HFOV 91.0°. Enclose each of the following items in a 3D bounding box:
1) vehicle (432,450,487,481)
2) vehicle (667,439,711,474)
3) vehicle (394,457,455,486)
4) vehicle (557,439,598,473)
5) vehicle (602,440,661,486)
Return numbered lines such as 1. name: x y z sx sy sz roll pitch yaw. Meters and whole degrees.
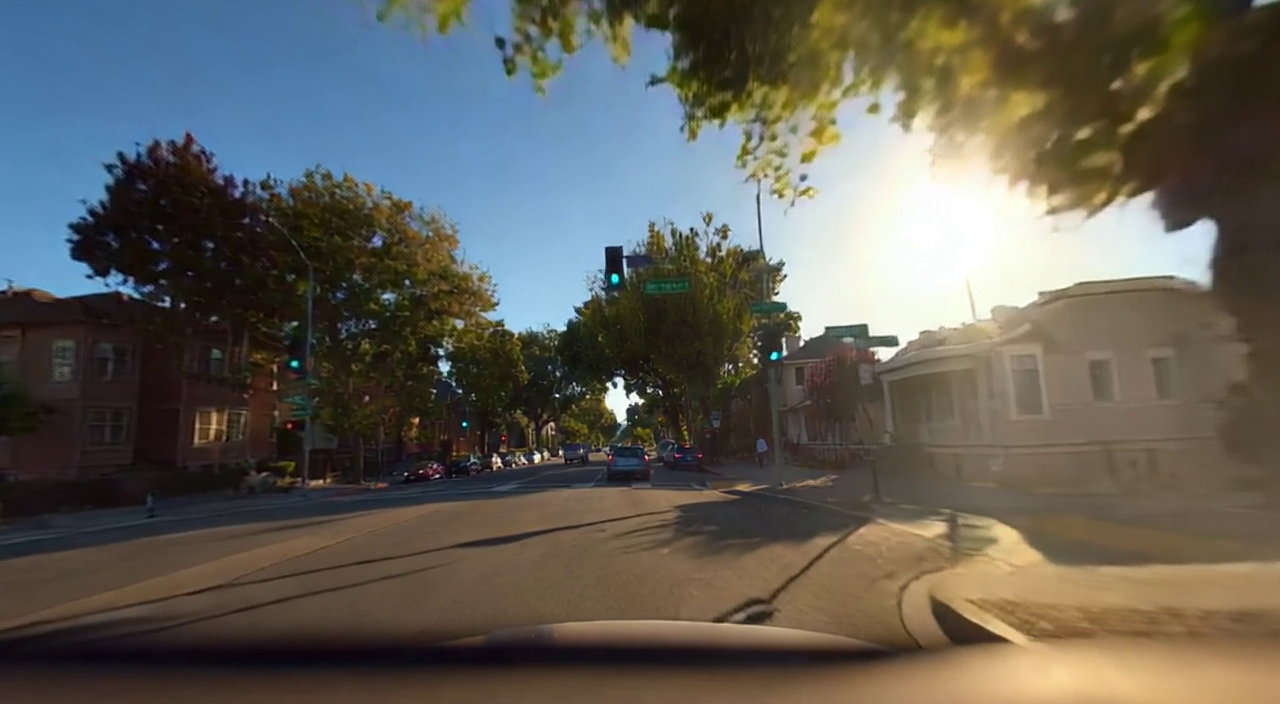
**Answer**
1. vehicle: -12.300 7.731 43.385 2.109 1.941 6.025 0 -9 -1
2. vehicle: 2.574 5.659 34.271 1.969 1.725 4.387 0 -9 -1
3. vehicle: -12.178 6.765 35.867 1.913 1.475 4.372 0 -9 1
4. vehicle: -3.617 6.101 37.064 1.983 1.841 4.013 0 -9 1
5. vehicle: -0.327 4.047 23.243 1.998 1.518 4.015 0 -9 -1
